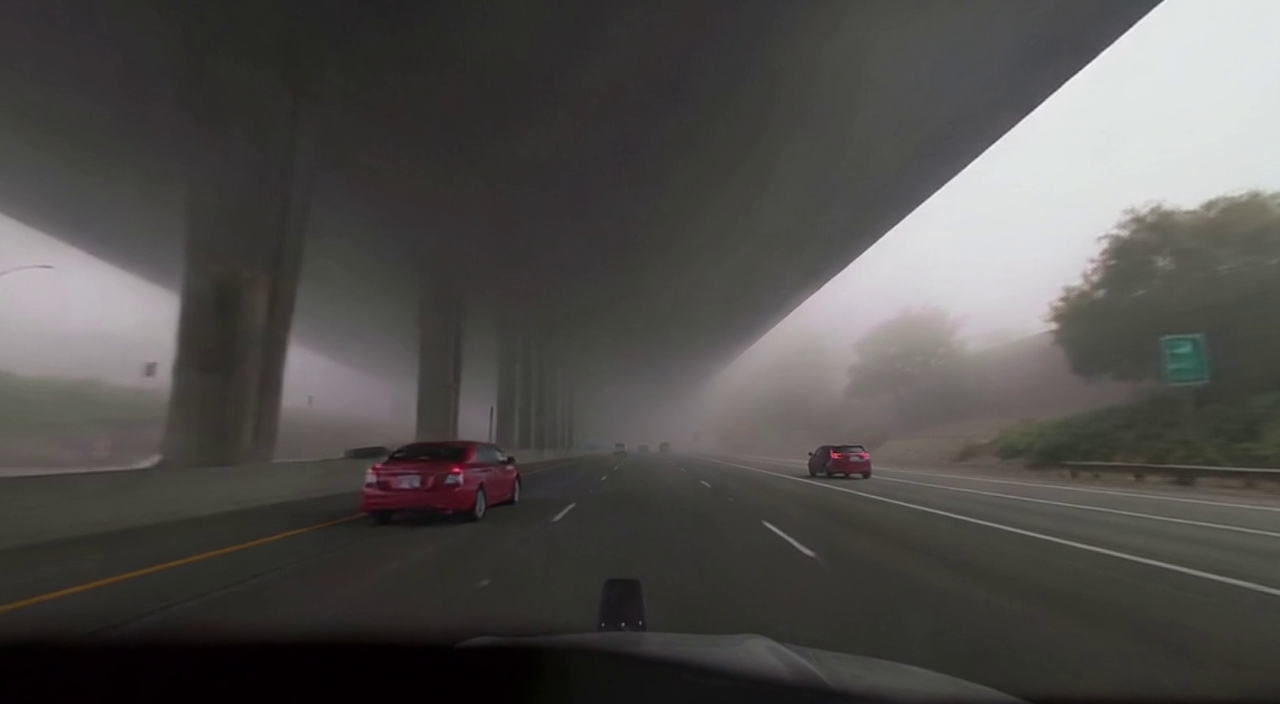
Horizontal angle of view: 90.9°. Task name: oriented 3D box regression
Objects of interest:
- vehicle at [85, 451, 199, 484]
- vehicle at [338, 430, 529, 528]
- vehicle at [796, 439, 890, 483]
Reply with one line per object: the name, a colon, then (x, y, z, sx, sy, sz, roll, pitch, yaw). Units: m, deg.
vehicle: (-24.584, 5.674, 31.391, 1.832, 1.476, 4.643, 0, -8, 0)
vehicle: (-3.710, 2.385, 12.478, 2.085, 1.533, 4.861, 0, -8, 1)
vehicle: (7.337, 3.976, 23.350, 1.914, 1.465, 4.574, 0, -8, -1)
